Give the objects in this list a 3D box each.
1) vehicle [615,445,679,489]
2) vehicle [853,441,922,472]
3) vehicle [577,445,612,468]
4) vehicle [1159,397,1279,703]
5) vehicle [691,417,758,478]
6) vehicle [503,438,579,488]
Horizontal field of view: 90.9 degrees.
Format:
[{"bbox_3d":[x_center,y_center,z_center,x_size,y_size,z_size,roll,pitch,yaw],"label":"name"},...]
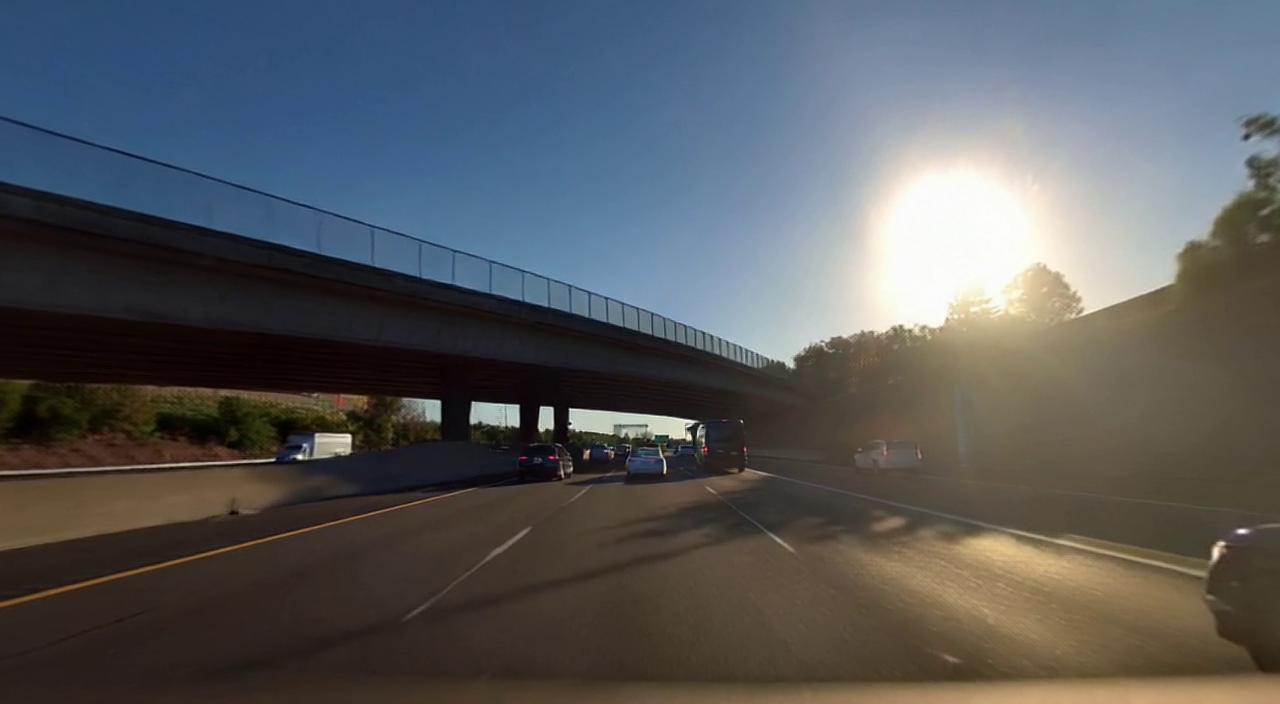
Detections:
[{"bbox_3d":[0.241,4.173,23.274,2.174,1.467,4.005,0,-8,0],"label":"vehicle"},{"bbox_3d":[15.781,6.667,40.539,2.189,1.869,5.080,0,-8,-2],"label":"vehicle"},{"bbox_3d":[-3.407,7.878,47.889,2.258,1.655,4.397,0,-8,1],"label":"vehicle"},{"bbox_3d":[3.934,0.745,1.230,2.085,1.558,4.466,-1,-8,1],"label":"vehicle"},{"bbox_3d":[4.124,4.835,32.057,2.436,2.745,6.607,0,-8,0],"label":"vehicle"},{"bbox_3d":[-3.614,4.135,23.805,2.078,1.706,4.298,-1,-8,1],"label":"vehicle"}]
